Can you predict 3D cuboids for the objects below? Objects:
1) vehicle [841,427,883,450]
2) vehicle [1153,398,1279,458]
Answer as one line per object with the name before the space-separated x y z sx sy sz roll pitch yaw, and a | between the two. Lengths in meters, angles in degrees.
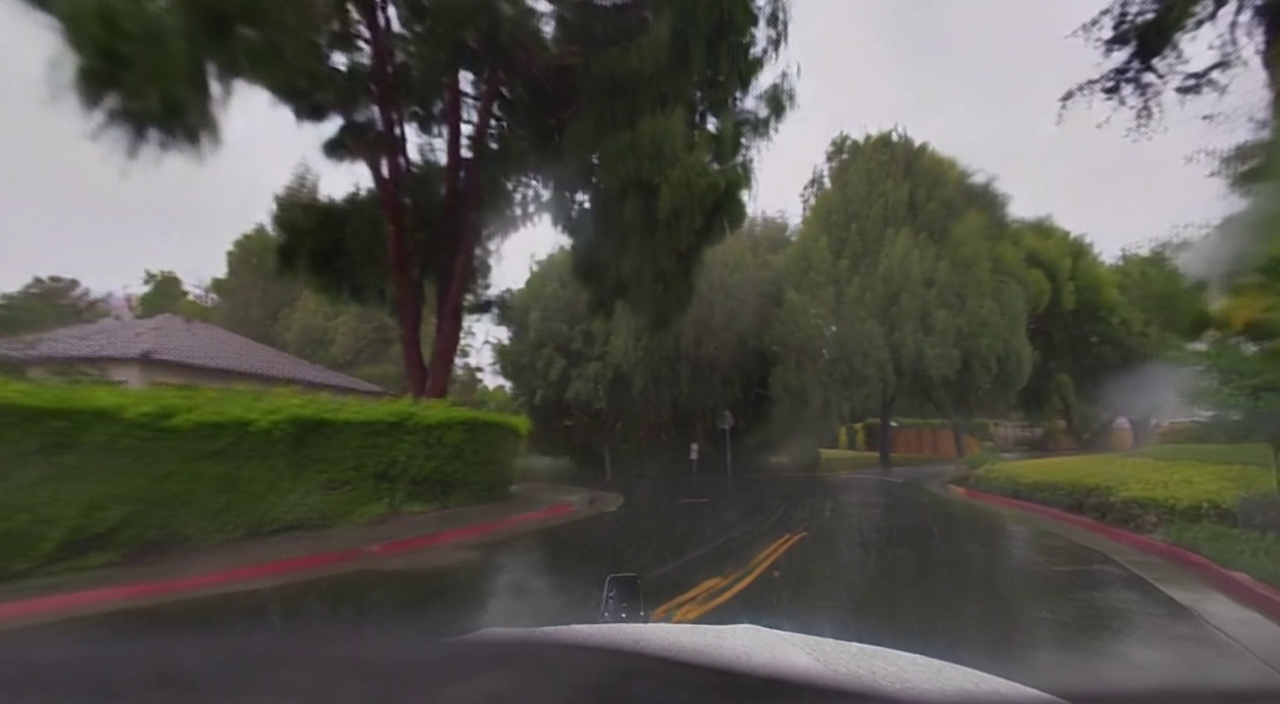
vehicle | 15.951 6.225 45.463 1.802 1.548 3.501 1 -8 1
vehicle | 19.863 2.529 20.585 2.023 1.756 4.799 0 -8 -3
